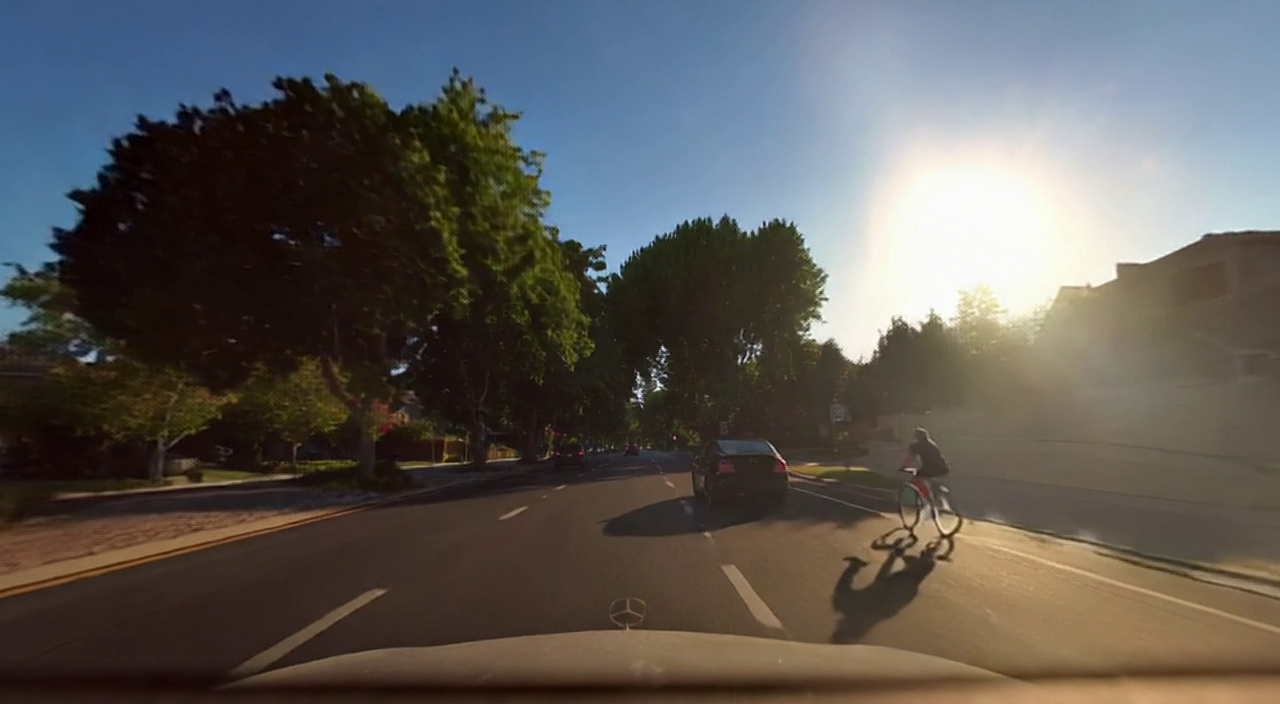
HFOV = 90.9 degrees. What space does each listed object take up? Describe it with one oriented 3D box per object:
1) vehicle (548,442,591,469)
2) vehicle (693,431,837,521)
[{"bbox_3d":[-4.075,6.102,37.283,2.011,1.480,4.517,0,-9,0],"label":"vehicle"},{"bbox_3d":[2.319,2.456,13.025,1.992,1.511,4.464,0,-9,-1],"label":"vehicle"}]
